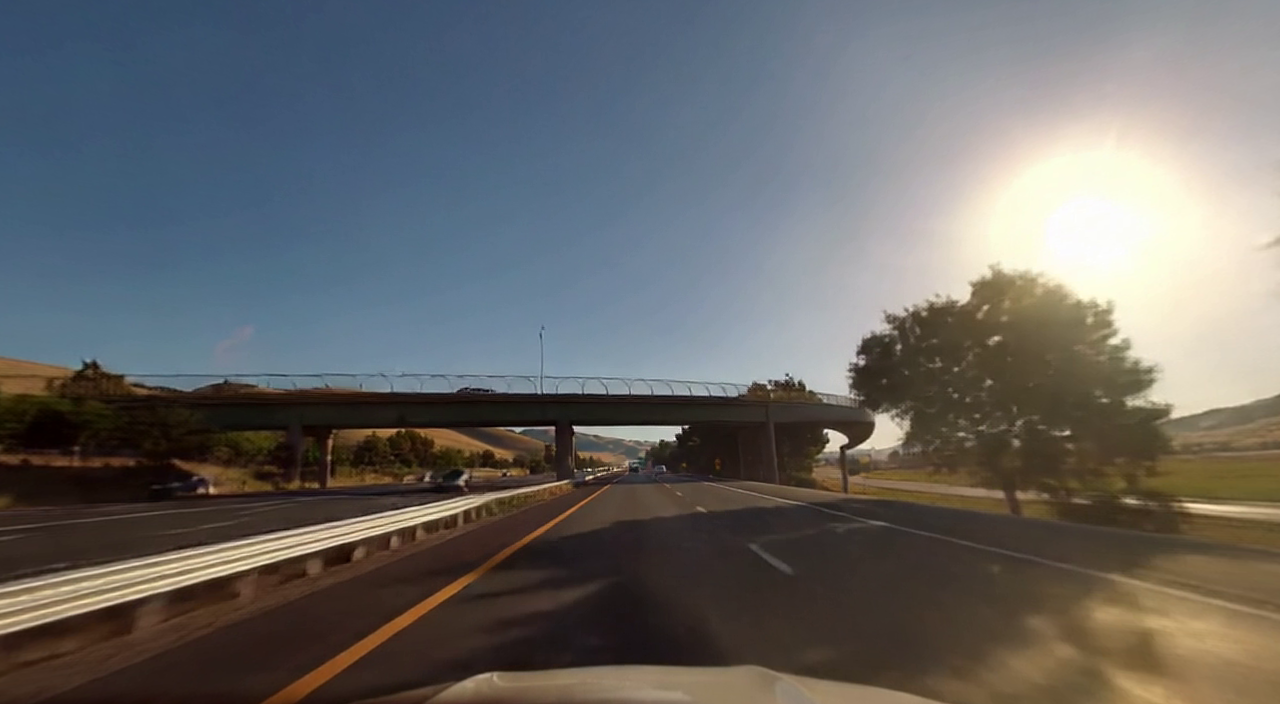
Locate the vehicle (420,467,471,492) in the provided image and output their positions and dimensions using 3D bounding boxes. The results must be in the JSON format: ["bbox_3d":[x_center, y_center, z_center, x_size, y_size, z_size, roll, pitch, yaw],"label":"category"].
[{"bbox_3d":[-13.082,8.580,42.617,2.000,1.564,4.257,1,-10,0],"label":"vehicle"}]

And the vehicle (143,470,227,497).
[{"bbox_3d":[-30.443,8.804,42.359,1.931,1.606,4.785,0,-10,1],"label":"vehicle"}]
